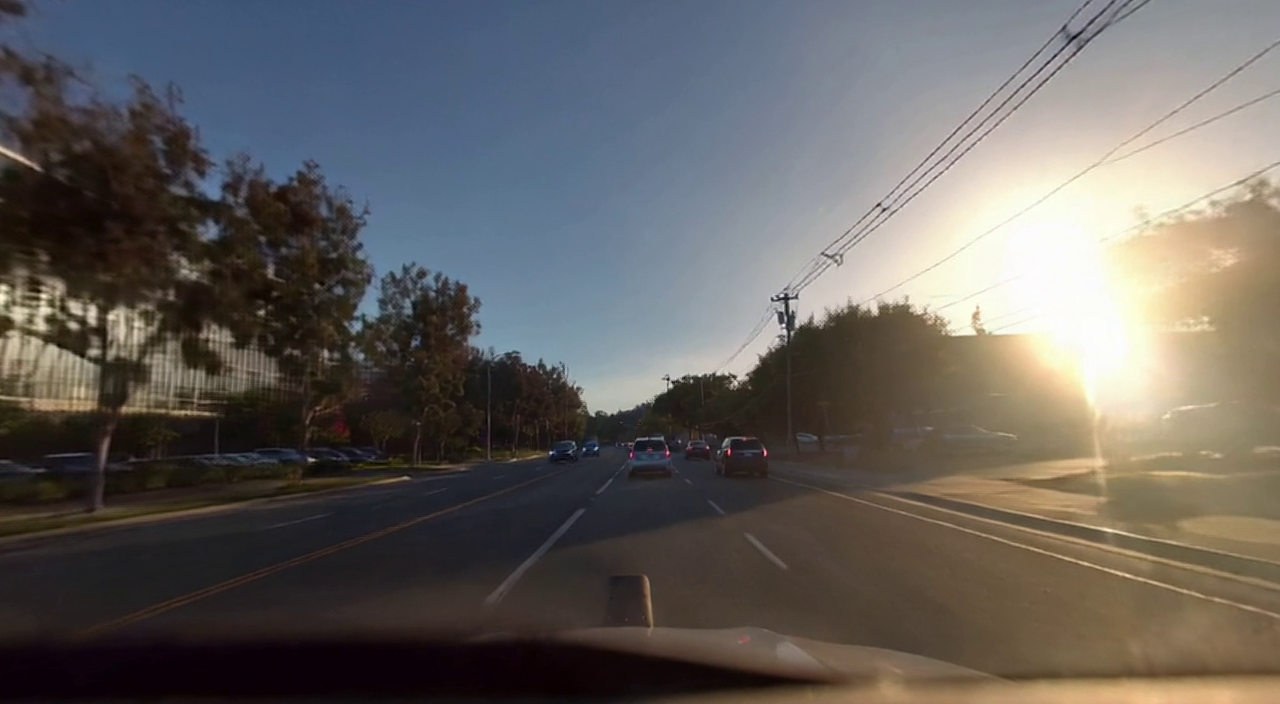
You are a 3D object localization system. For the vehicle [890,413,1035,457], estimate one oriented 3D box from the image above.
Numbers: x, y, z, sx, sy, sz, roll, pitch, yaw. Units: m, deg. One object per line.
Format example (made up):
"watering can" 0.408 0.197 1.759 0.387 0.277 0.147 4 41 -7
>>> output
"vehicle" 15.299 3.985 29.968 5.731 1.720 2.822 -8 -10 31

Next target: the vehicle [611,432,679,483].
"vehicle" 0.195 3.757 22.636 2.200 1.653 4.127 0 -9 1

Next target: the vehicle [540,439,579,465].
"vehicle" -5.827 7.340 46.274 2.193 1.802 4.946 0 -9 1

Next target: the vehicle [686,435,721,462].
"vehicle" 4.299 6.637 43.330 2.024 1.711 4.512 0 -9 1

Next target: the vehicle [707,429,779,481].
"vehicle" 3.628 3.704 22.934 1.914 1.698 4.049 0 -9 0

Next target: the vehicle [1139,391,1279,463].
"vehicle" 15.945 1.955 16.247 4.392 1.709 2.002 0 -9 -2
